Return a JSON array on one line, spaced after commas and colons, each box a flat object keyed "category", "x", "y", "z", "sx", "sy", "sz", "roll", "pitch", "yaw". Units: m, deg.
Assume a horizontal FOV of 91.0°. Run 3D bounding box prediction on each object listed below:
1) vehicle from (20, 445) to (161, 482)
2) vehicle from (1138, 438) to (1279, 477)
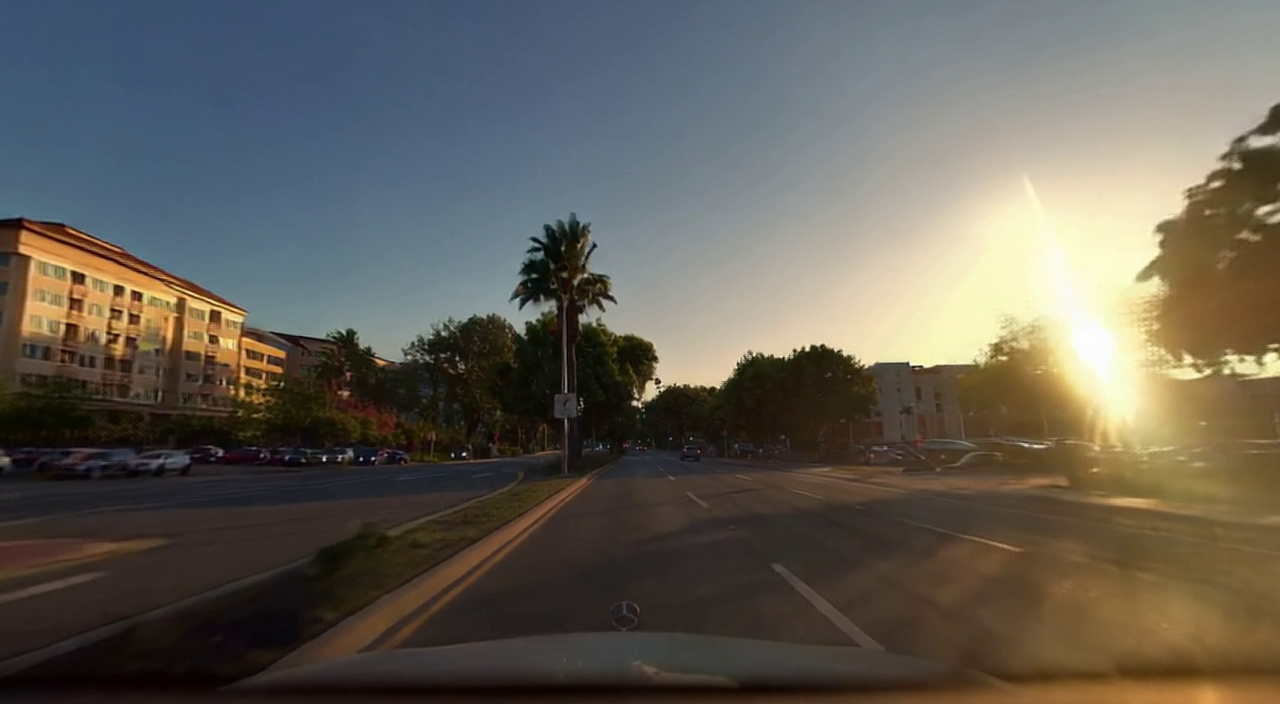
[{"category": "vehicle", "x": -30.627, "y": 6.212, "z": 35.240, "sx": 5.493, "sy": 1.979, "sz": 2.437, "roll": 0, "pitch": -9, "yaw": -2}, {"category": "vehicle", "x": 24.177, "y": 4.494, "z": 26.970, "sx": 1.881, "sy": 1.509, "sz": 4.448, "roll": 1, "pitch": -8, "yaw": -3}]
